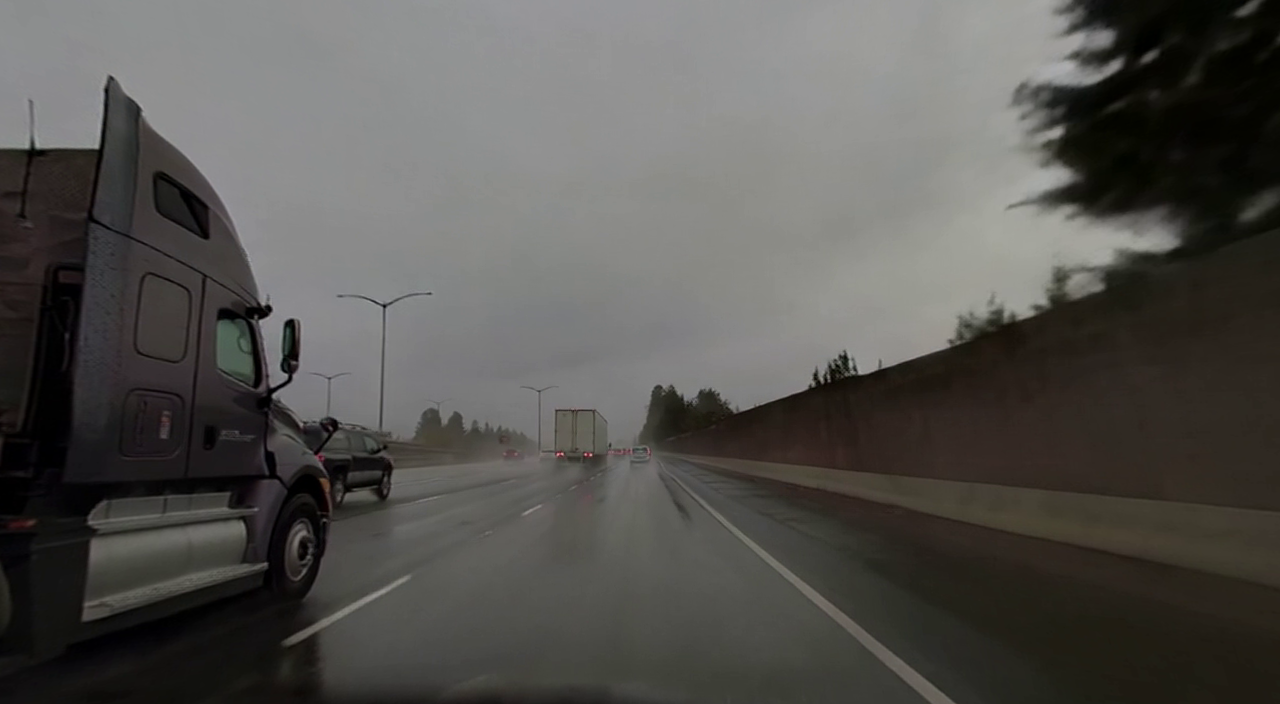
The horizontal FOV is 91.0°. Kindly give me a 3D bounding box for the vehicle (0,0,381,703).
[{"bbox_3d":[-3.695,-0.080,0.300,3.025,3.266,9.256,-1,-9,1],"label":"vehicle"}]

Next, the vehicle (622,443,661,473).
[{"bbox_3d":[0.100,6.221,37.286,2.178,1.640,4.071,-1,-9,1],"label":"vehicle"}]

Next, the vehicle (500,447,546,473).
[{"bbox_3d":[-7.195,6.671,39.090,1.962,1.489,4.002,-1,-9,1],"label":"vehicle"}]

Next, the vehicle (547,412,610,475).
[{"bbox_3d":[-3.555,5.666,38.811,2.956,3.331,9.575,0,-9,0],"label":"vehicle"}]
